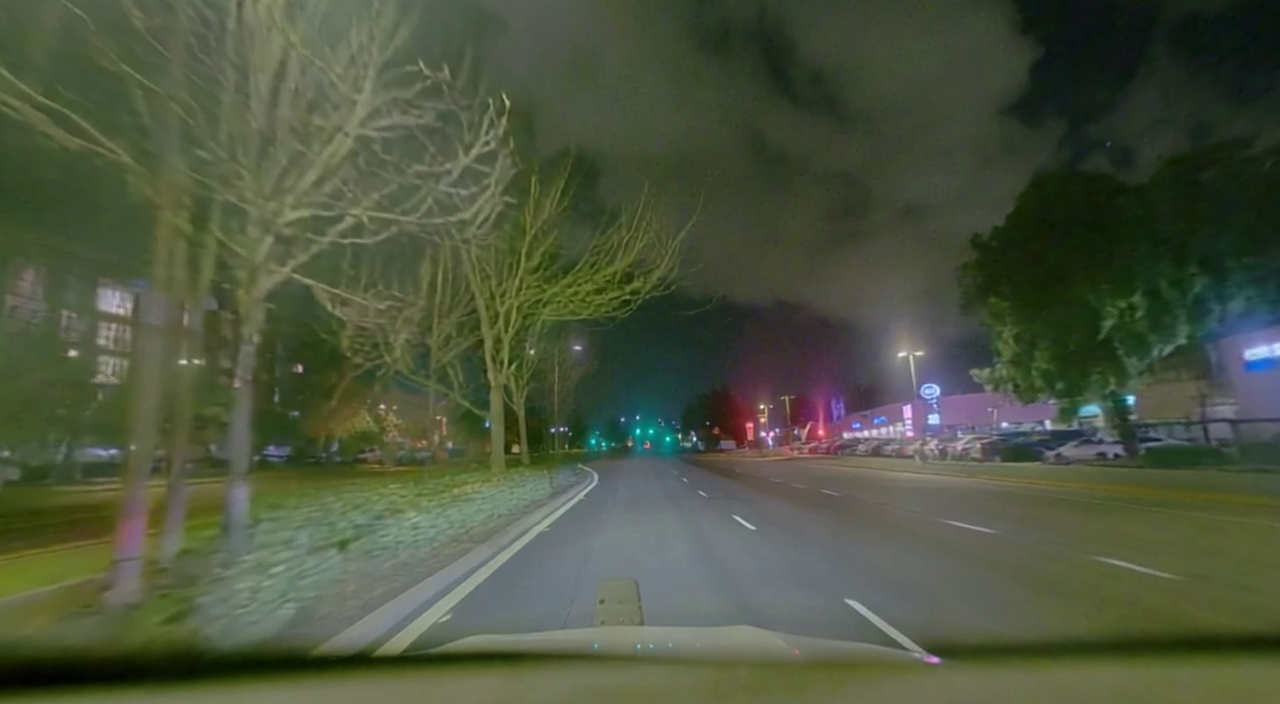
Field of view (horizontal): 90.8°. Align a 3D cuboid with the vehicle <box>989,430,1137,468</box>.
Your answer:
[{"bbox_3d":[20.412,4.717,30.702,5.462,1.785,2.323,0,-9,1],"label":"vehicle"}]

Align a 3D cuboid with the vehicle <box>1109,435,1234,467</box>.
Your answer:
[{"bbox_3d":[25.975,4.845,30.954,4.402,1.465,1.900,0,-9,-1],"label":"vehicle"}]
